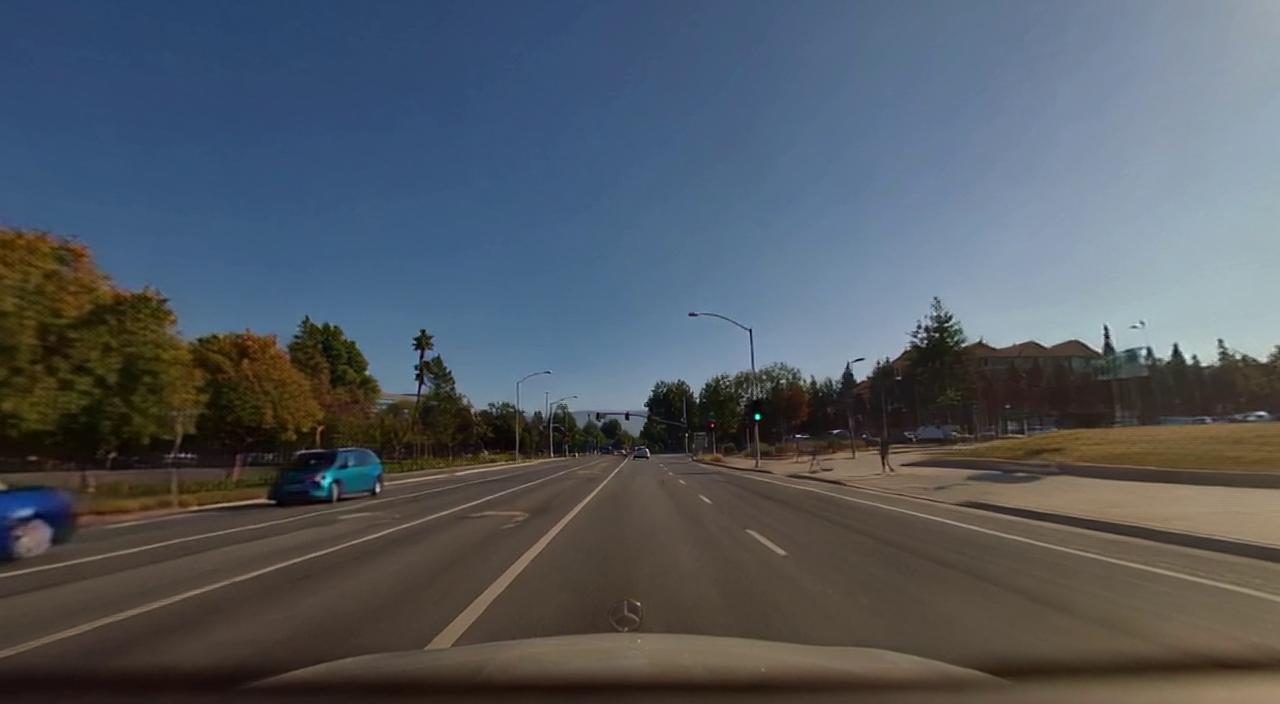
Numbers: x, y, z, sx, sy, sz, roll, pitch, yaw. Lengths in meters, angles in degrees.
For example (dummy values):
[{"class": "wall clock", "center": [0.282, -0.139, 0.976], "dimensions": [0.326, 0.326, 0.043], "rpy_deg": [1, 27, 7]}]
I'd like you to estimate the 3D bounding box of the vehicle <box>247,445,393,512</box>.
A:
[{"class": "vehicle", "center": [-9.234, 3.646, 18.771], "dimensions": [2.066, 1.709, 4.509], "rpy_deg": [0, -9, -2]}]
